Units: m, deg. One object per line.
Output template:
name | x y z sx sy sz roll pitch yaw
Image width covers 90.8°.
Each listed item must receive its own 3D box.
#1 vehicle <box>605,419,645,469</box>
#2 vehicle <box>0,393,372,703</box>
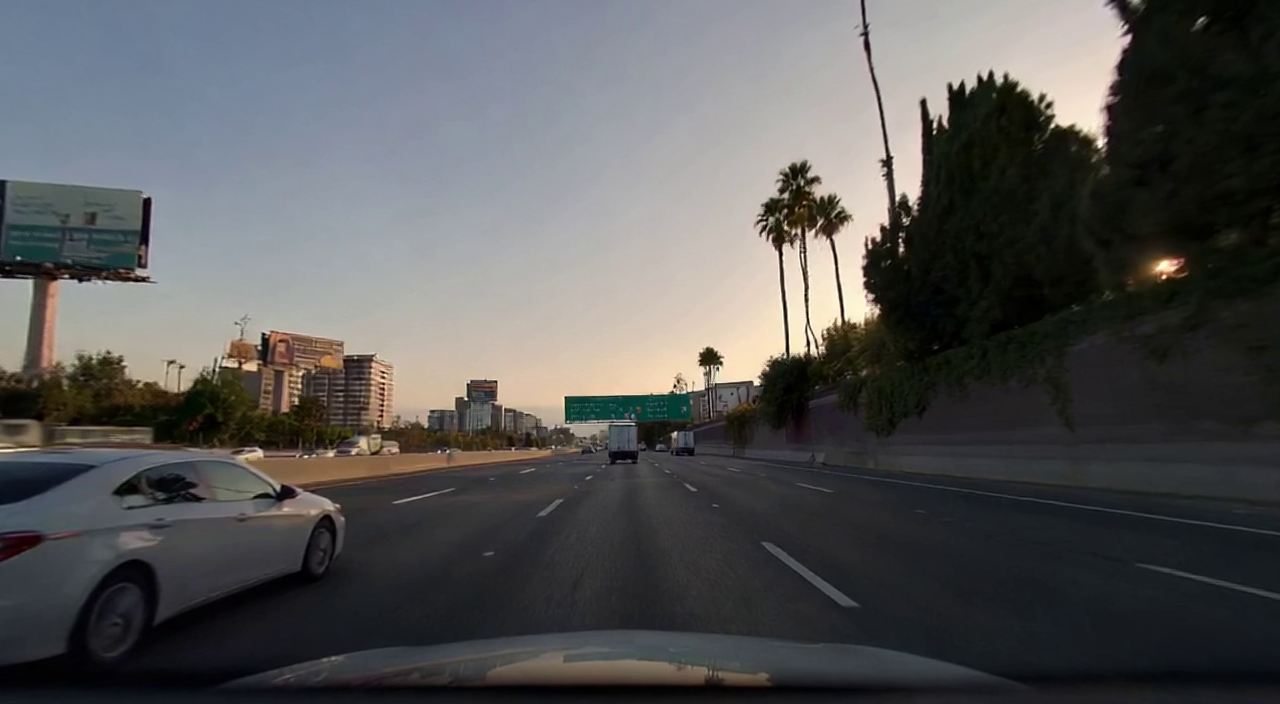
vehicle | -0.997 5.901 40.474 2.364 2.953 6.495 0 -8 -2
vehicle | -4.000 1.235 4.521 2.021 1.598 4.887 0 -8 0
